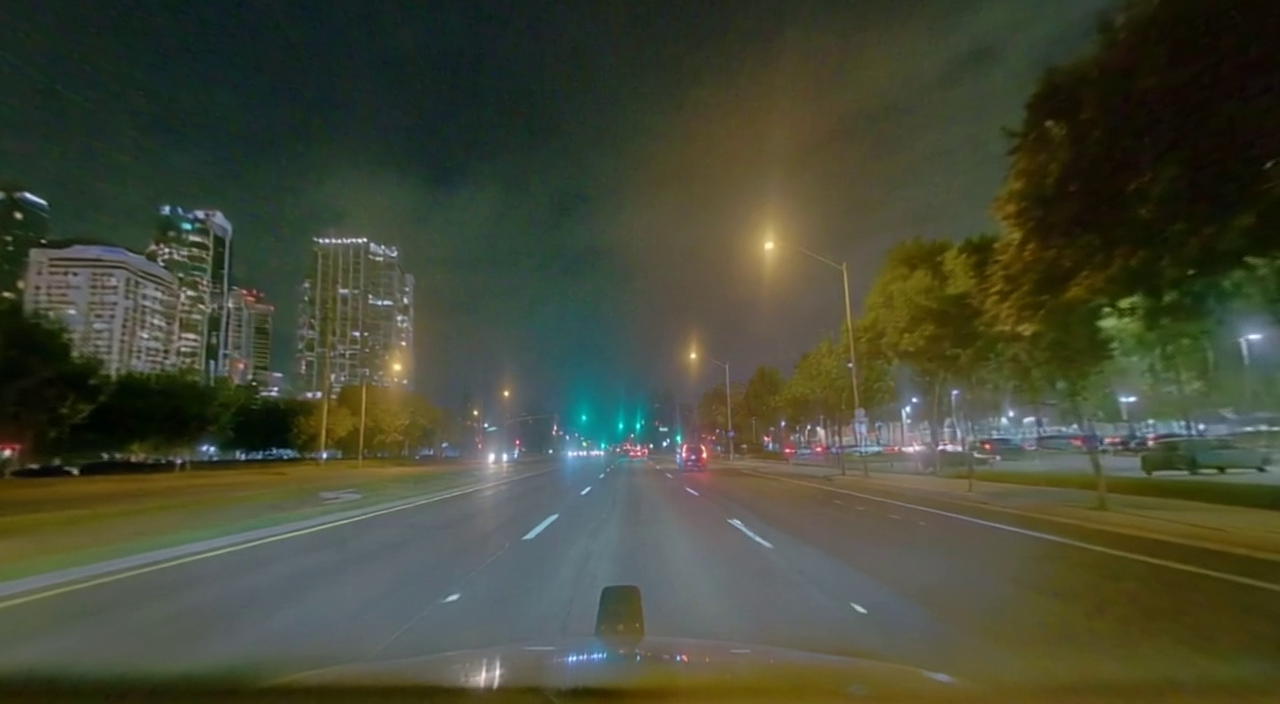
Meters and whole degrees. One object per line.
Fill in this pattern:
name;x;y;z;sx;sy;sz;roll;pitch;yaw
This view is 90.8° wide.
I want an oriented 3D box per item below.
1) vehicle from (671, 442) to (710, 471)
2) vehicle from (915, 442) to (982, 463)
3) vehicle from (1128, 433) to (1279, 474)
vehicle;3.206;6.770;41.146;2.069;1.761;4.610;0;-9;-2
vehicle;22.821;7.462;46.847;3.845;1.471;2.043;0;-9;0
vehicle;21.909;3.928;24.392;4.217;1.470;2.173;-1;-9;1
